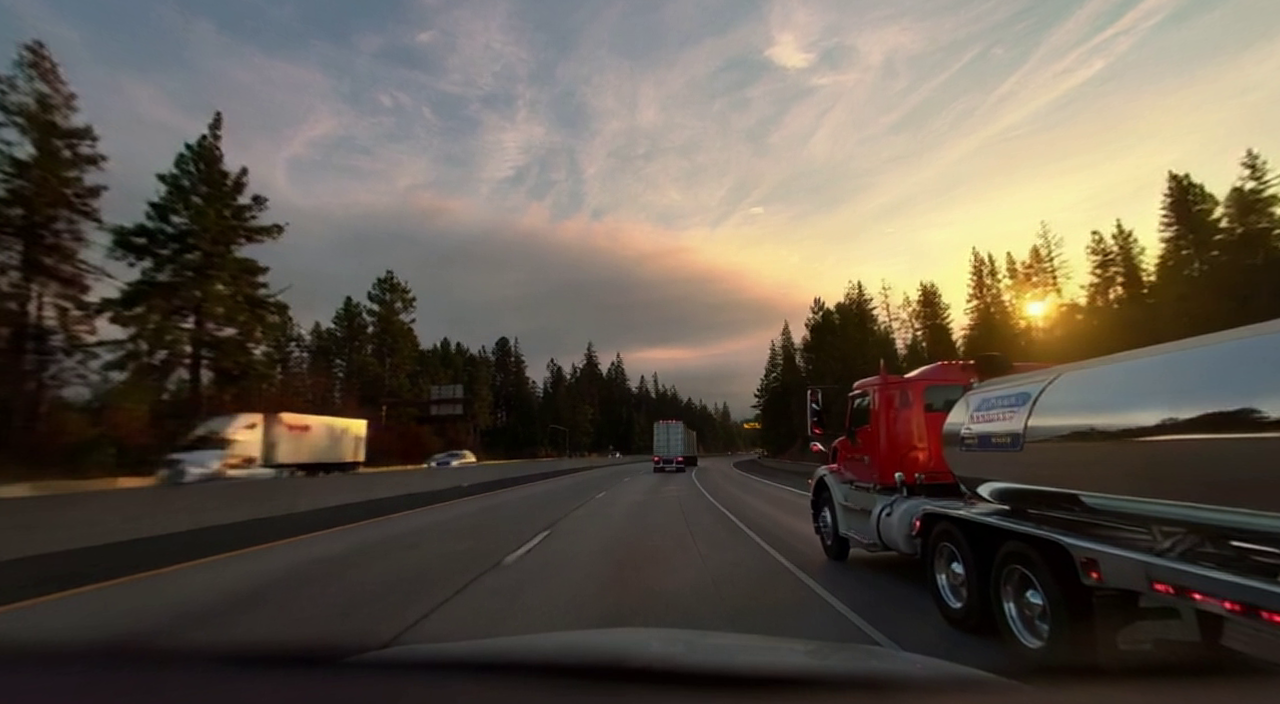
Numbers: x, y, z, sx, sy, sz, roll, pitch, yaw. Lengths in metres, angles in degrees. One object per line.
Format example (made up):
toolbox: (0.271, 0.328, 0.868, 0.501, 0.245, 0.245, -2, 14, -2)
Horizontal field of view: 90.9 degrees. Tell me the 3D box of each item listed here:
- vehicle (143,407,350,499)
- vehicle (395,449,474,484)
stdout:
vehicle: (-16.562, 4.368, 27.728, 2.948, 3.367, 8.832, -1, -8, 4)
vehicle: (-11.833, 6.595, 36.832, 2.329, 1.801, 5.827, -1, -8, 3)
